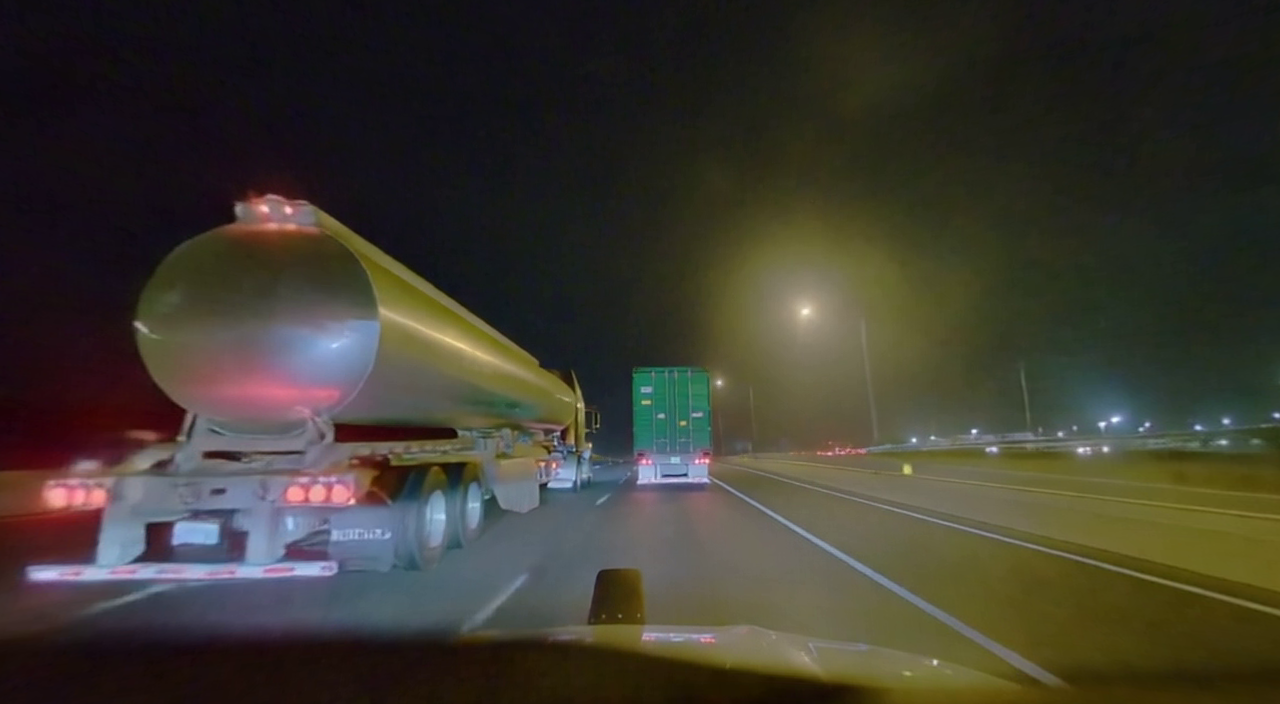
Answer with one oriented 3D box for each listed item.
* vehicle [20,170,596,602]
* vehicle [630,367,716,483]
[{"bbox_3d":[-3.292,1.494,13.805,3.267,3.655,17.154,0,-9,0],"label":"vehicle"},{"bbox_3d":[1.249,3.367,27.527,2.942,4.003,11.297,0,-9,1],"label":"vehicle"}]
